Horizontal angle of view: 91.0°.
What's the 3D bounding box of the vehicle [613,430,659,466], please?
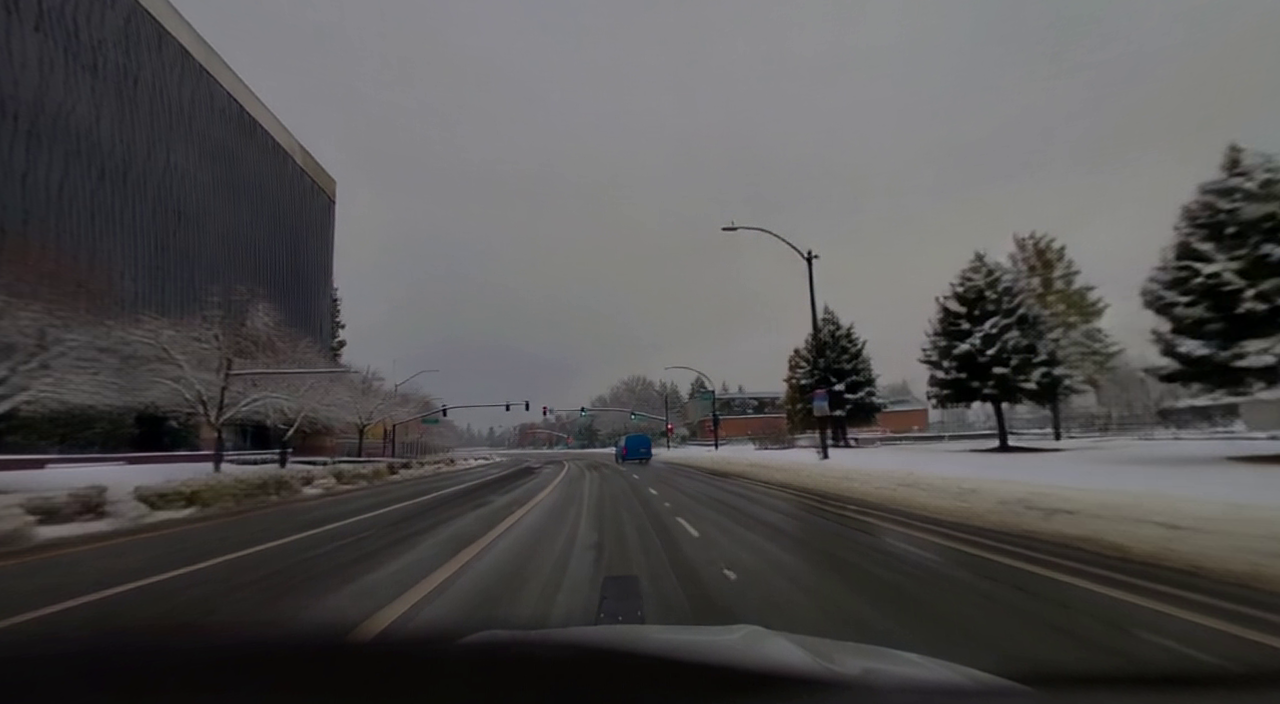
[{"bbox_3d":[-0.359,6.437,42.179,2.339,2.244,4.817,1,-8,-9],"label":"vehicle"}]
